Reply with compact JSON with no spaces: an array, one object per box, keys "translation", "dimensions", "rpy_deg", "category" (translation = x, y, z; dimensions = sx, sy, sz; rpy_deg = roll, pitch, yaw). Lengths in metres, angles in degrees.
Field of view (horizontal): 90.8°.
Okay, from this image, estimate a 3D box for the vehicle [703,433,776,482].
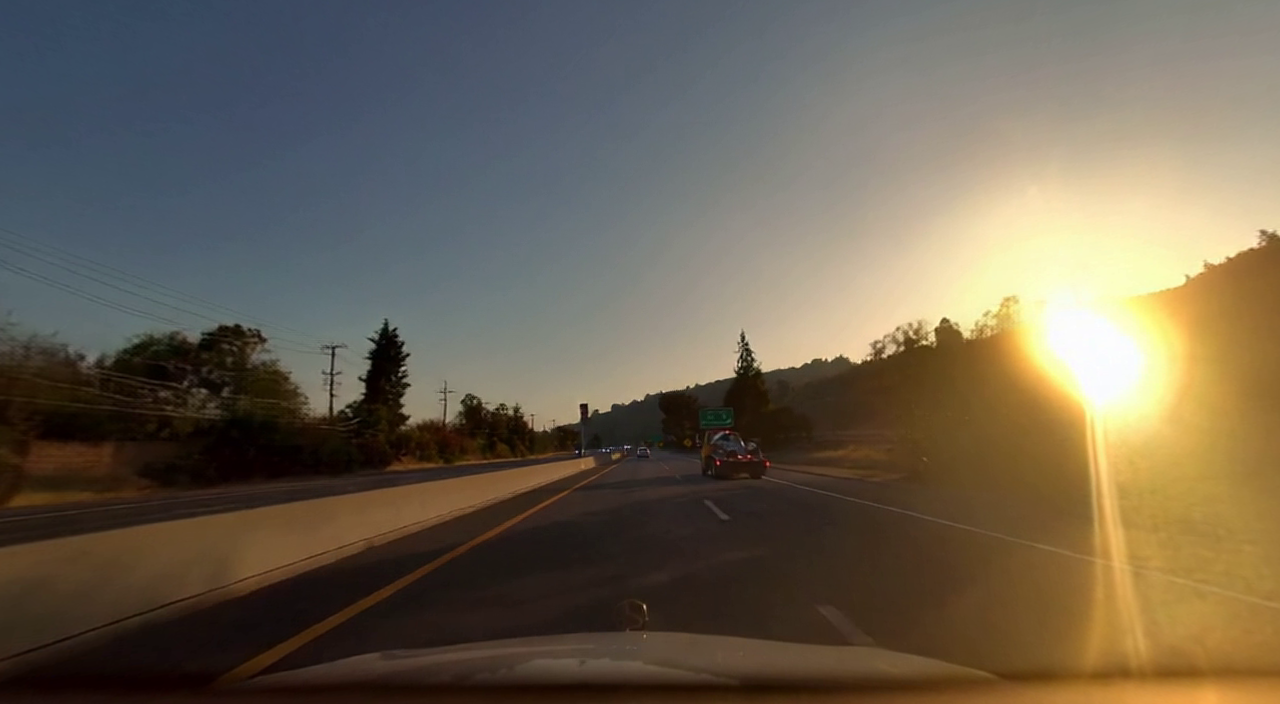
[{"translation":[4.373,4.798,28.809],"dimensions":[2.309,2.003,5.139],"rpy_deg":[0,-9,-2],"category":"vehicle"}]
